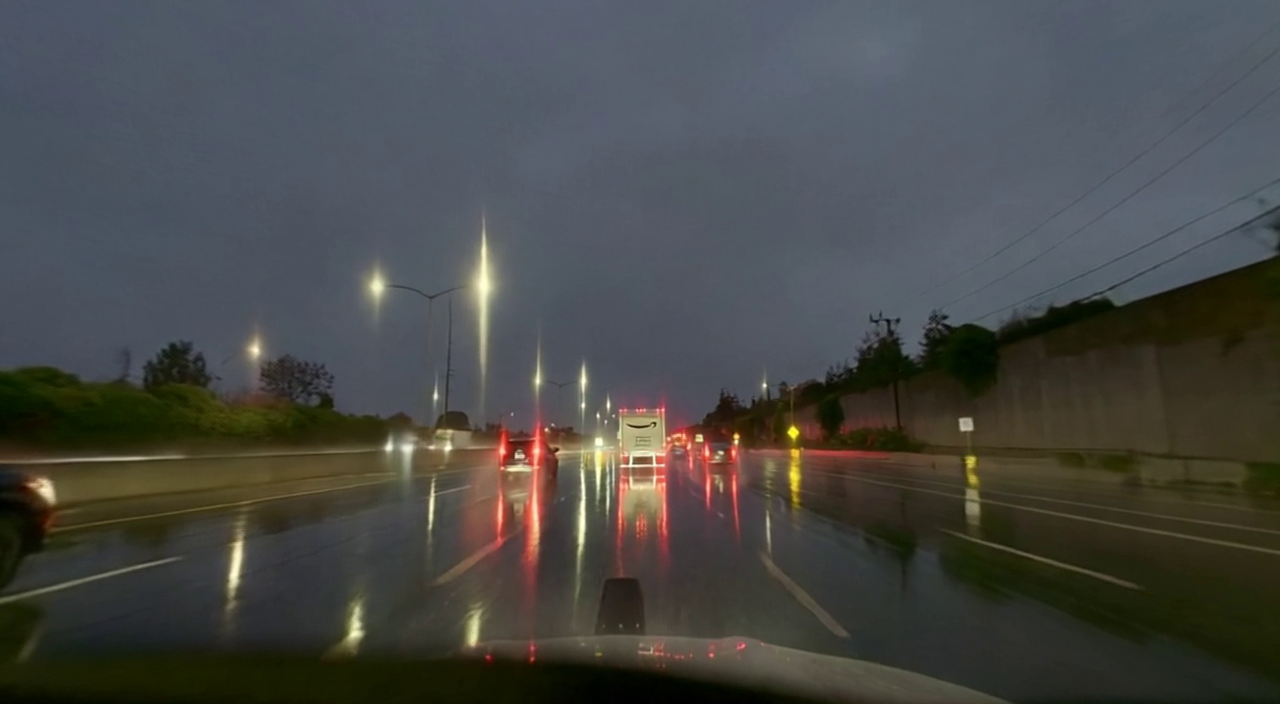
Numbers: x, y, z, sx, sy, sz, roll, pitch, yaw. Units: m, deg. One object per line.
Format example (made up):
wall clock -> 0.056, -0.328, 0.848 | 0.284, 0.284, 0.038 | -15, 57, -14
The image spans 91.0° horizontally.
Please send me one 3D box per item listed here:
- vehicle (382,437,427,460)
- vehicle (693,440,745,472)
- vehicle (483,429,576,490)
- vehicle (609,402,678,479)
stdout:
vehicle -> -15.798, 6.482, 42.417 | 1.579, 1.453, 3.576 | 0, -8, 2
vehicle -> 4.017, 5.369, 32.672 | 1.970, 1.499, 4.491 | 1, -9, -2
vehicle -> -3.311, 3.334, 19.772 | 2.095, 1.688, 4.188 | 0, -9, 0
vehicle -> 0.129, 3.603, 25.449 | 2.456, 2.705, 6.251 | 0, -9, 0
